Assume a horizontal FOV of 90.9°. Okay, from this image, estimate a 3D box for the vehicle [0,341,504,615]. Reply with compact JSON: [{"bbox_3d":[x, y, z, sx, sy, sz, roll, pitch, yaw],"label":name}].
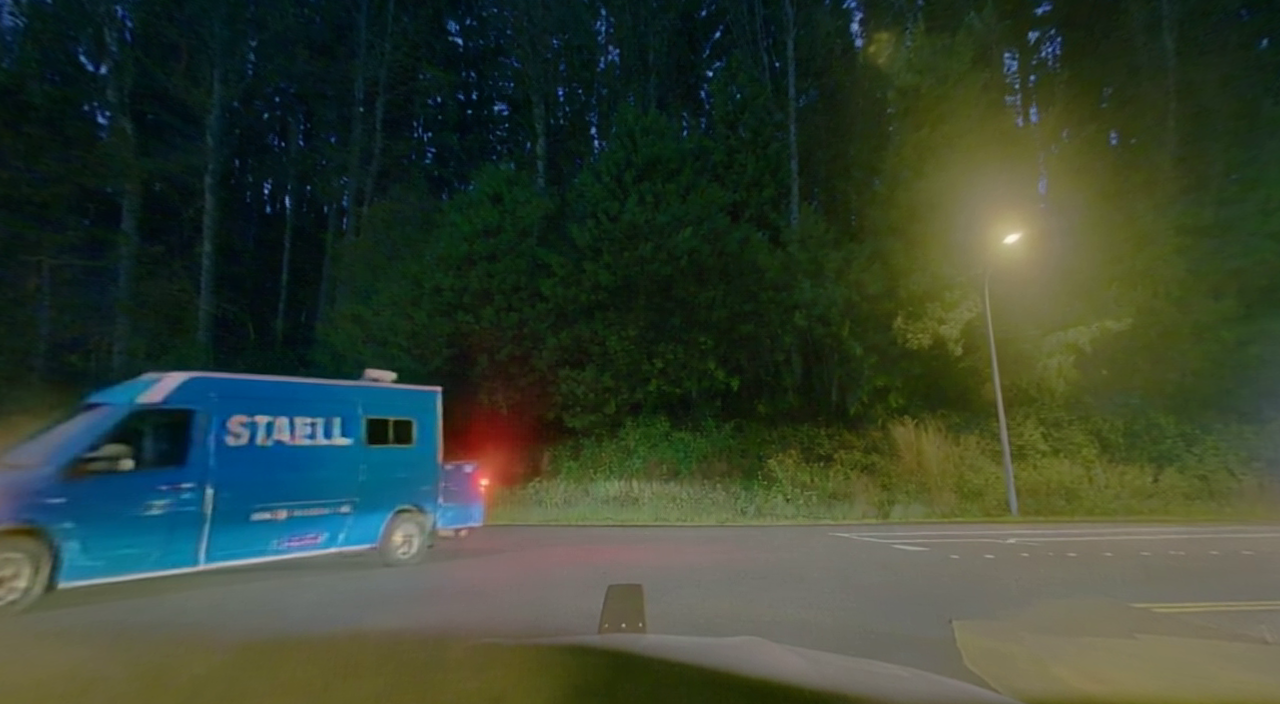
[{"bbox_3d":[-4.918,1.413,7.597,5.923,2.424,2.247,6,-11,-35],"label":"vehicle"}]
